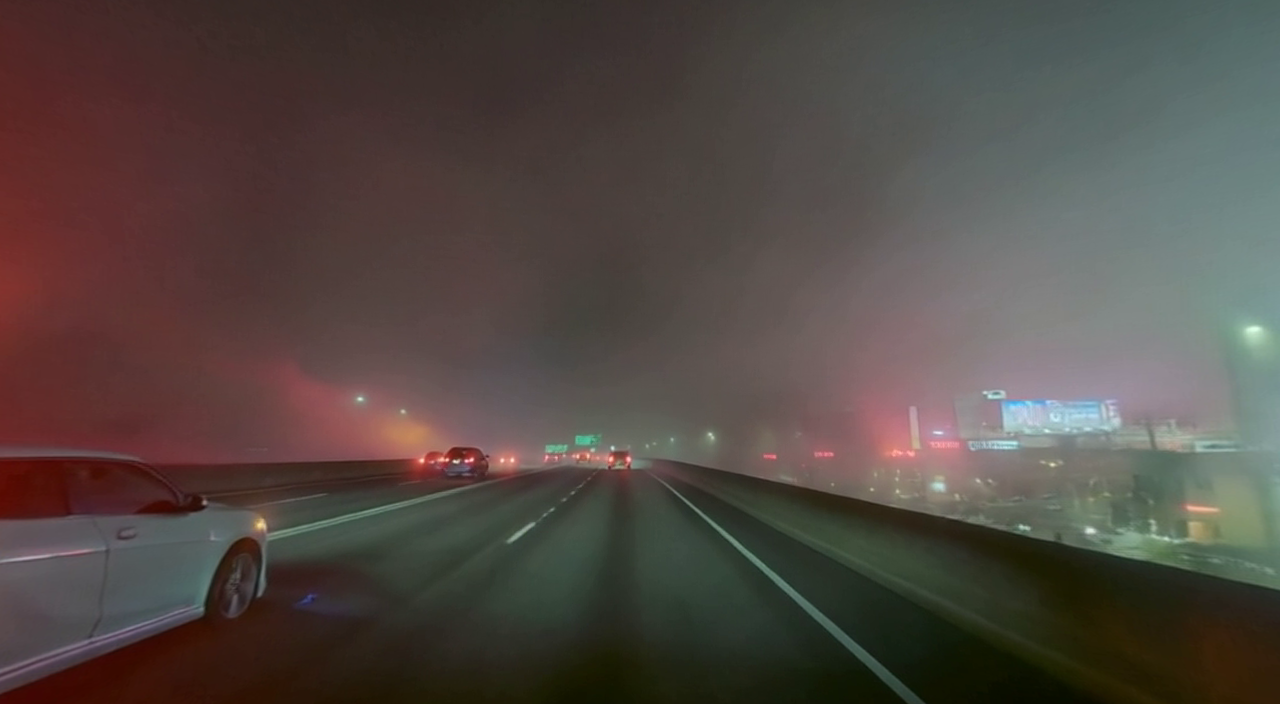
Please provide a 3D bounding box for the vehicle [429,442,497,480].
[{"bbox_3d":[-8.500,5.248,30.664,2.065,1.689,4.399,0,-9,-1],"label":"vehicle"}]

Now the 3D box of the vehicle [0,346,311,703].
[{"bbox_3d":[-3.611,0.846,2.522,2.036,1.717,4.592,0,-9,1],"label":"vehicle"}]

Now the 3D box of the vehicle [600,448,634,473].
[{"bbox_3d":[-1.487,7.013,41.035,2.110,1.501,4.319,0,-9,-2],"label":"vehicle"}]
